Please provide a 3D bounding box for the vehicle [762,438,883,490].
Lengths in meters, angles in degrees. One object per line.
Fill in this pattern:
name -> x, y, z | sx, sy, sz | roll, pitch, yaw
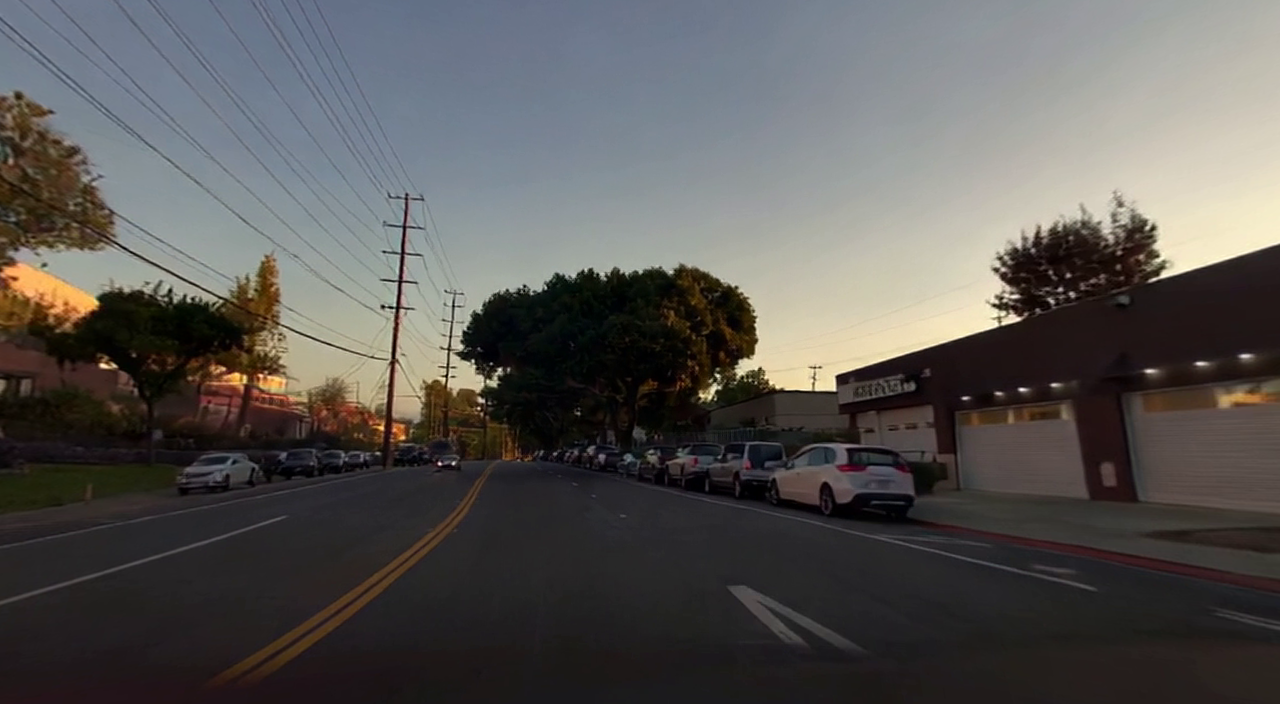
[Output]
vehicle -> 6.348, 3.774, 21.615 | 2.057, 1.564, 4.502 | -8, -12, 43

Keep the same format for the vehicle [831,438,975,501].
vehicle -> 7.585, 3.225, 17.877 | 2.074, 1.526, 4.853 | -8, -12, 43

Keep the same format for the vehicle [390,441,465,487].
vehicle -> -7.780, 4.105, 23.444 | 2.122, 1.517, 4.465 | 1, -9, -12
